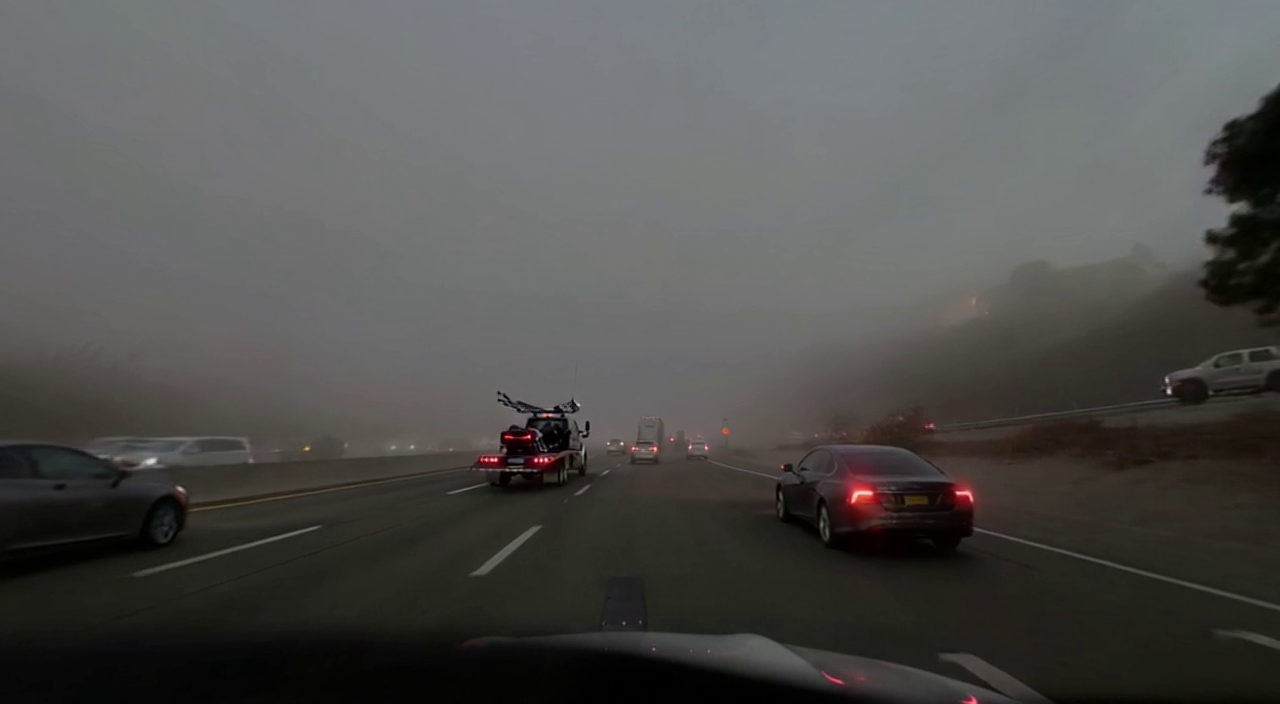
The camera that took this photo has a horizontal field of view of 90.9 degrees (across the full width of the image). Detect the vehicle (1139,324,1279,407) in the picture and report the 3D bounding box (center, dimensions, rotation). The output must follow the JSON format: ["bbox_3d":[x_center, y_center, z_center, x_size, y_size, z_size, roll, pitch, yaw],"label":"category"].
[{"bbox_3d":[15.124,0.414,15.479,1.979,1.616,4.268,1,-8,-5],"label":"vehicle"}]

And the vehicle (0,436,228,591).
[{"bbox_3d":[-6.763,1.539,6.239,1.964,1.395,4.948,0,-8,1],"label":"vehicle"}]

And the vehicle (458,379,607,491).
[{"bbox_3d":[-3.108,2.930,21.803,3.162,2.955,10.282,0,-8,1],"label":"vehicle"}]

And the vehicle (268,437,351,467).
[{"bbox_3d":[-19.310,5.844,37.107,2.219,1.653,4.501,0,-8,3],"label":"vehicle"}]

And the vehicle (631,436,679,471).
[{"bbox_3d":[0.683,4.638,29.070,2.079,1.499,3.915,0,-8,1],"label":"vehicle"}]

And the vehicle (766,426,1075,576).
[{"bbox_3d":[3.262,1.806,8.516,2.040,1.481,4.260,0,-8,-3],"label":"vehicle"}]

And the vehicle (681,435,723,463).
[{"bbox_3d":[3.775,6.025,39.306,2.075,1.614,4.682,0,-8,-1],"label":"vehicle"}]

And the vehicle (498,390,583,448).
[{"bbox_3d":[-3.089,2.285,20.618,1.893,1.674,4.766,0,-8,1],"label":"vehicle"}]
